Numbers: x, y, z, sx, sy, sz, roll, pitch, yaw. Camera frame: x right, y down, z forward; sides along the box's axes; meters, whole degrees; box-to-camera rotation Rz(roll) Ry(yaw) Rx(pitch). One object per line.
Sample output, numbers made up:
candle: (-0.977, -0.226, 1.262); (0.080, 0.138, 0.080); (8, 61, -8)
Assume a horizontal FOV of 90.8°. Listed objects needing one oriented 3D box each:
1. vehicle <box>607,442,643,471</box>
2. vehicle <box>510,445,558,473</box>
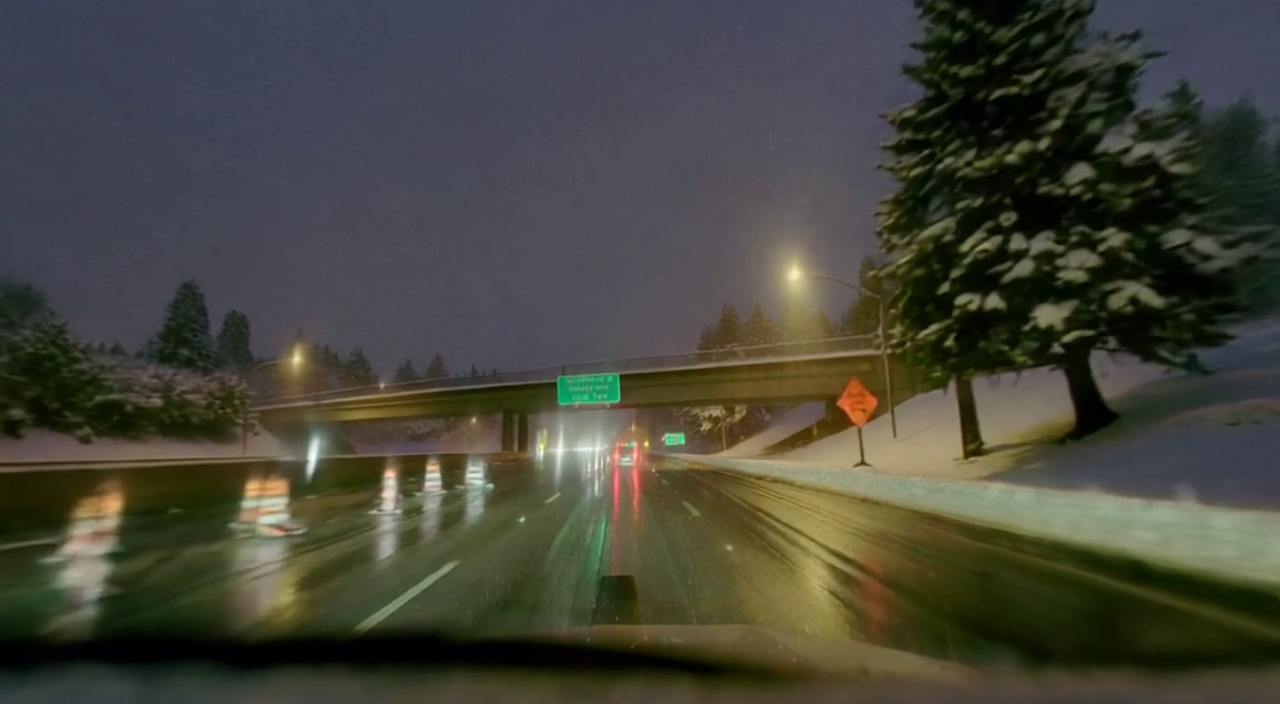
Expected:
vehicle: (-0.889, 6.332, 38.373); (2.109, 1.638, 3.856); (0, -9, -1)
vehicle: (-5.924, 6.012, 35.748); (1.997, 1.507, 4.248); (0, -9, -1)
